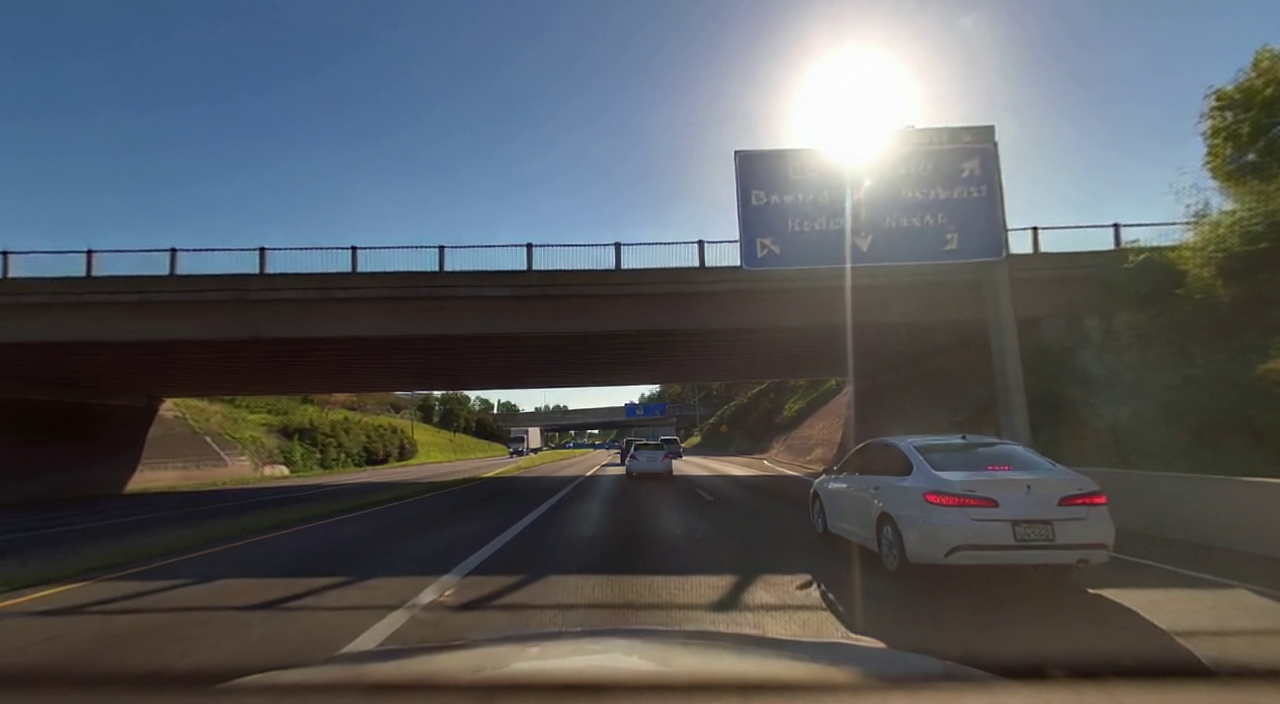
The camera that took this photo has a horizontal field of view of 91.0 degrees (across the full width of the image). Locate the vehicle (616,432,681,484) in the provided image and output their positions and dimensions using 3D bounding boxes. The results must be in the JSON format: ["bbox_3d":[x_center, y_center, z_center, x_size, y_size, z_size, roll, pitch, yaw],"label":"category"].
[{"bbox_3d":[0.191,3.720,22.403,2.092,1.636,4.024,0,-8,-2],"label":"vehicle"}]
